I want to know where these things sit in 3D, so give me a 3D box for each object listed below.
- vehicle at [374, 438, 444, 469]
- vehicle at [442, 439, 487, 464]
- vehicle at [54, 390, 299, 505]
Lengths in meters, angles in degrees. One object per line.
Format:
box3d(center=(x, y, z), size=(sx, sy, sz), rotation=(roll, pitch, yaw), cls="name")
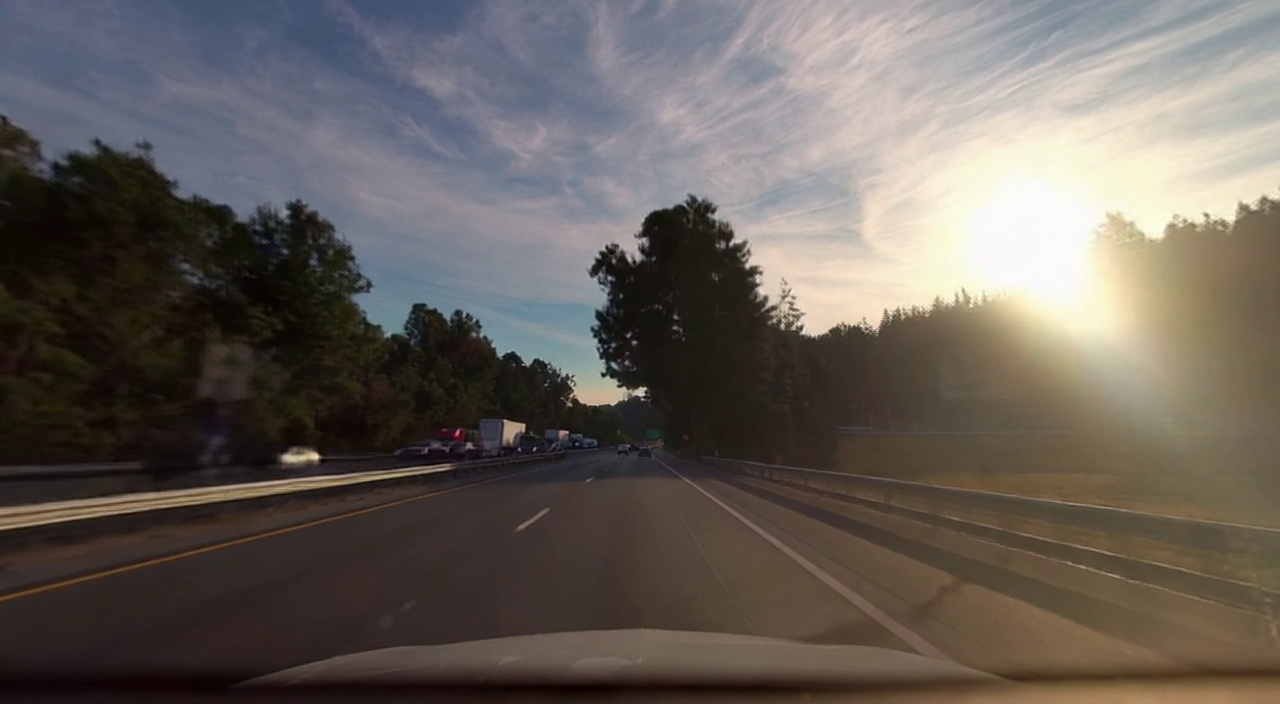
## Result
box3d(center=(-12.505, 5.522, 34.470), size=(2.140, 1.563, 4.347), rotation=(0, -9, 1), cls="vehicle")
box3d(center=(-12.395, 7.103, 44.874), size=(1.966, 1.662, 4.366), rotation=(0, -9, 0), cls="vehicle")
box3d(center=(-12.952, 2.790, 18.444), size=(2.518, 2.799, 5.948), rotation=(0, -9, 0), cls="vehicle")
